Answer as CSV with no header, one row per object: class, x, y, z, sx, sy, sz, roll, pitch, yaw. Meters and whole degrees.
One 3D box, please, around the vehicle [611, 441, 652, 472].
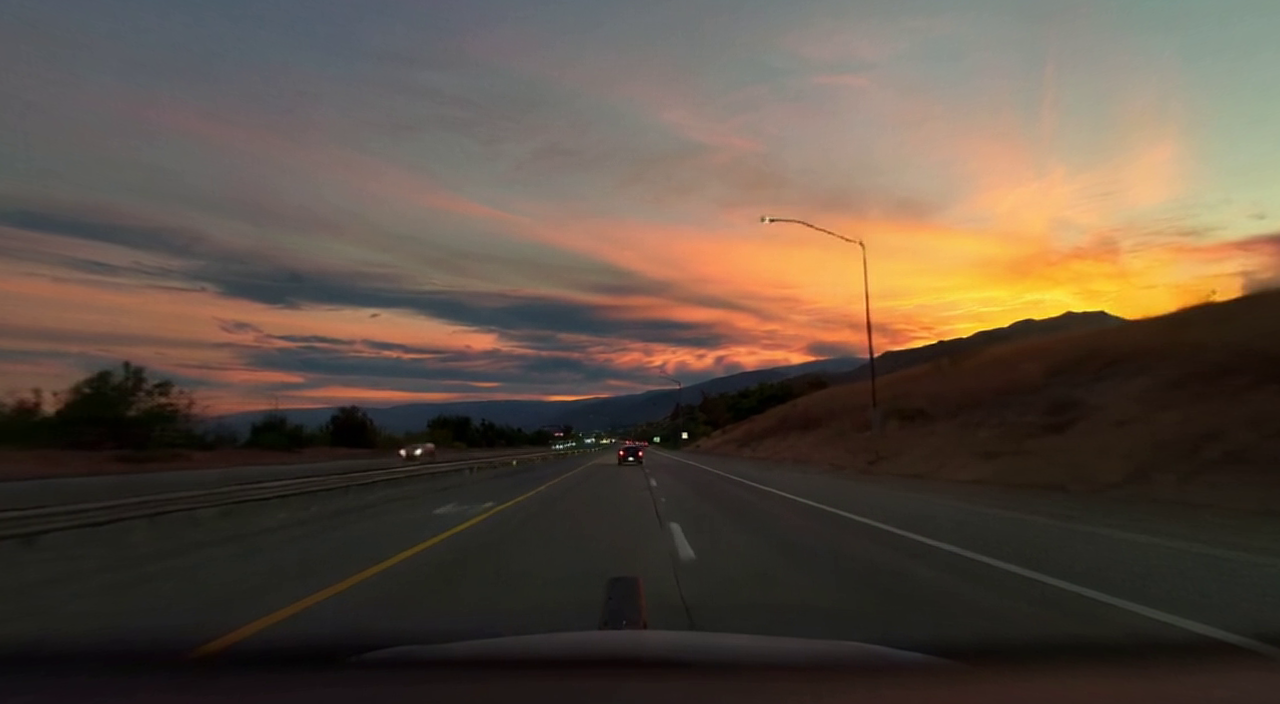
vehicle,-0.467,5.403,32.939,1.991,1.475,4.302,0,-8,-2
